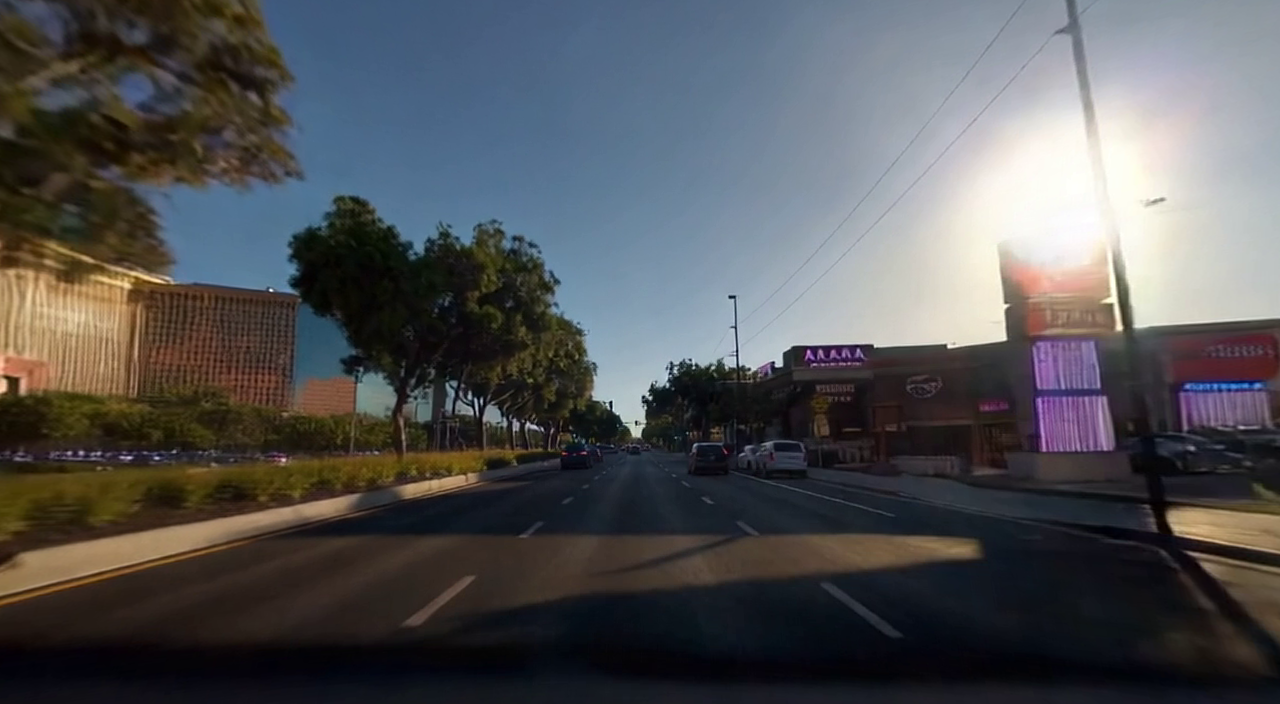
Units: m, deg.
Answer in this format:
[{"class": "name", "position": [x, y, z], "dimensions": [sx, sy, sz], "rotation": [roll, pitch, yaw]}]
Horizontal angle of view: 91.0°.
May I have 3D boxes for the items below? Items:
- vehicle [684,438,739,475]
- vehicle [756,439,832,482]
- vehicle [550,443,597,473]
[{"class": "vehicle", "position": [3.545, 5.270, 31.933], "dimensions": [2.083, 1.743, 4.354], "rotation": [0, -8, -3]}, {"class": "vehicle", "position": [6.766, 4.794, 28.234], "dimensions": [2.182, 1.744, 4.600], "rotation": [0, -8, -1]}, {"class": "vehicle", "position": [-3.354, 5.453, 32.624], "dimensions": [2.005, 1.477, 4.169], "rotation": [0, -8, 0]}]
